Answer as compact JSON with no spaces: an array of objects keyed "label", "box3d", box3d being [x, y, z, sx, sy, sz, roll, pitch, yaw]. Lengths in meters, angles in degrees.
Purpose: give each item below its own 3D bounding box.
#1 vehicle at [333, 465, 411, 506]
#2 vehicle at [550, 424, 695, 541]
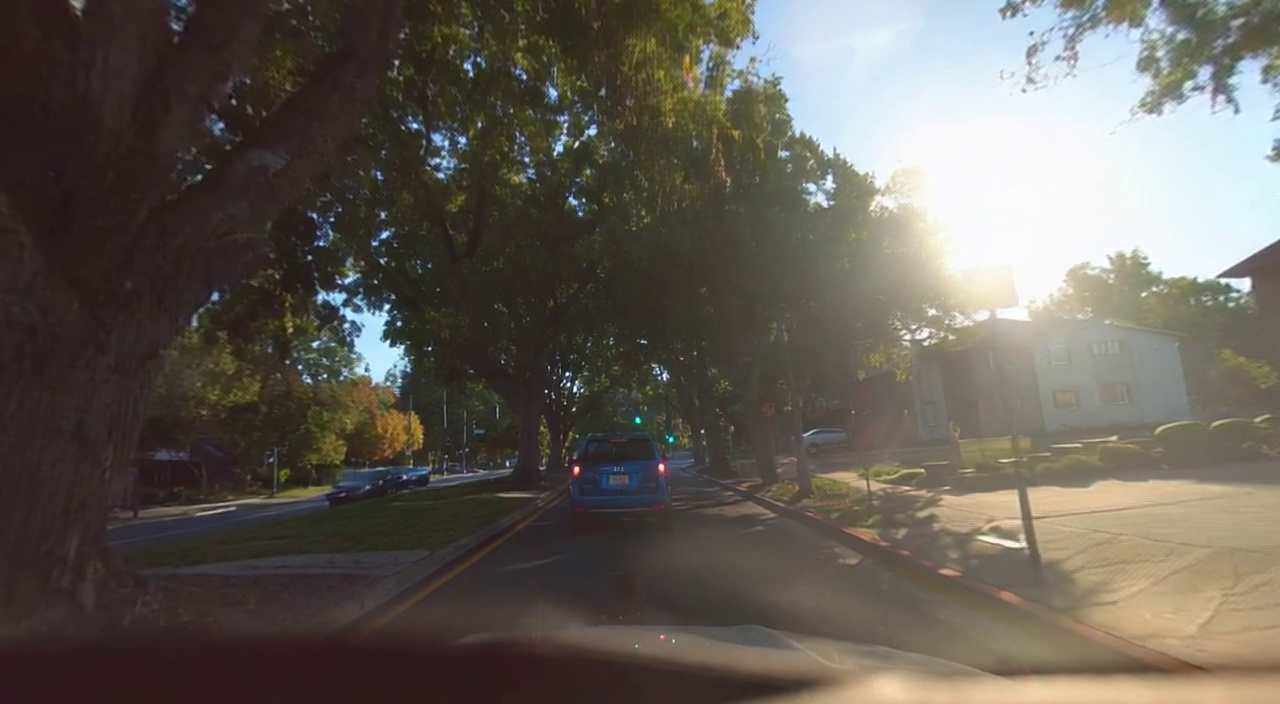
[{"label":"vehicle","box3d":[-12.178,6.069,29.036,1.714,1.578,4.218,0,-9,0]},{"label":"vehicle","box3d":[-0.274,2.228,11.344,2.136,1.703,3.910,0,-9,-1]}]
